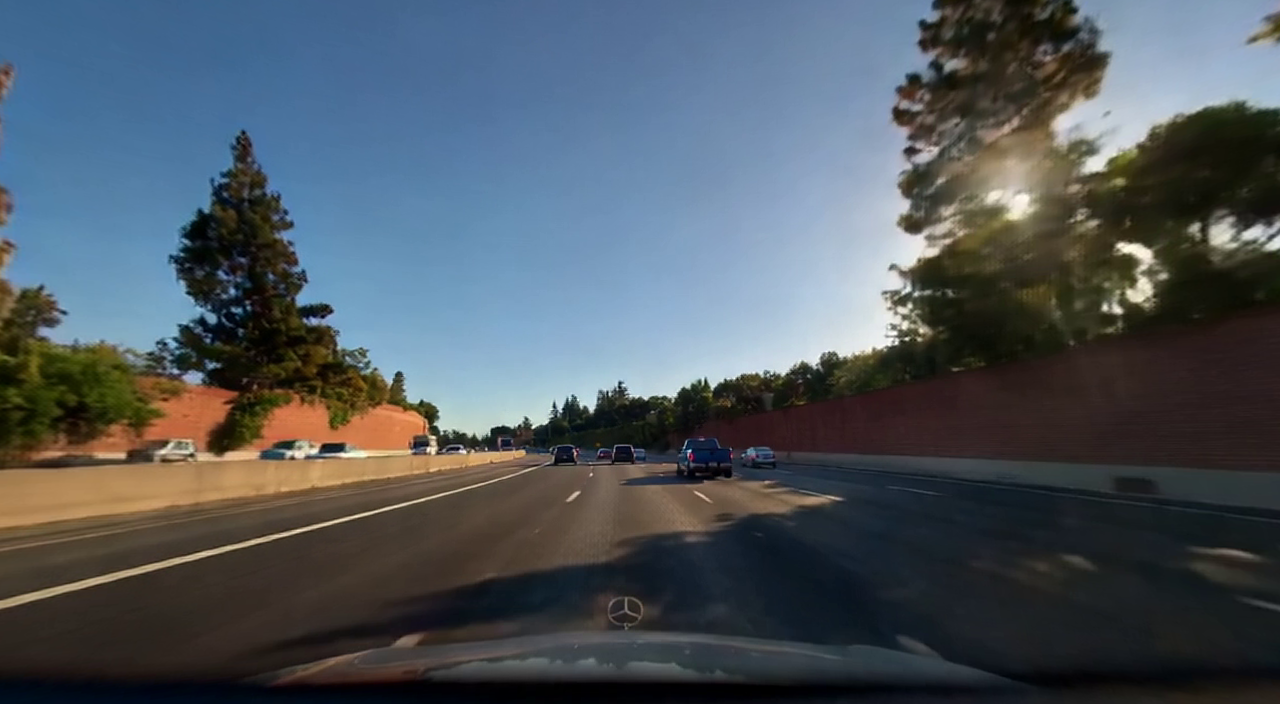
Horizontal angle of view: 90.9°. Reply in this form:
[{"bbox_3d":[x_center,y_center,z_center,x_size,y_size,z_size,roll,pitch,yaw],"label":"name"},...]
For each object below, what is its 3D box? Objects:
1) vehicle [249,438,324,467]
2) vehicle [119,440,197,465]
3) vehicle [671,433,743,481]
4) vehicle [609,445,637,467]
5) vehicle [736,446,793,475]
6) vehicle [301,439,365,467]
[{"bbox_3d":[-22.309,6.339,40.050,1.998,1.723,5.157,0,-8,-3],"label":"vehicle"},{"bbox_3d":[-36.893,7.682,48.449,2.274,1.742,4.621,0,-8,0],"label":"vehicle"},{"bbox_3d":[2.913,4.758,28.881,2.374,1.952,5.431,0,-8,-3],"label":"vehicle"},{"bbox_3d":[-1.338,7.907,48.071,2.050,1.607,3.821,0,-8,-3],"label":"vehicle"},{"bbox_3d":[6.873,6.035,35.407,1.976,1.485,4.925,0,-8,-3],"label":"vehicle"},{"bbox_3d":[-19.187,6.336,39.664,2.022,1.644,4.297,0,-8,-3],"label":"vehicle"}]
